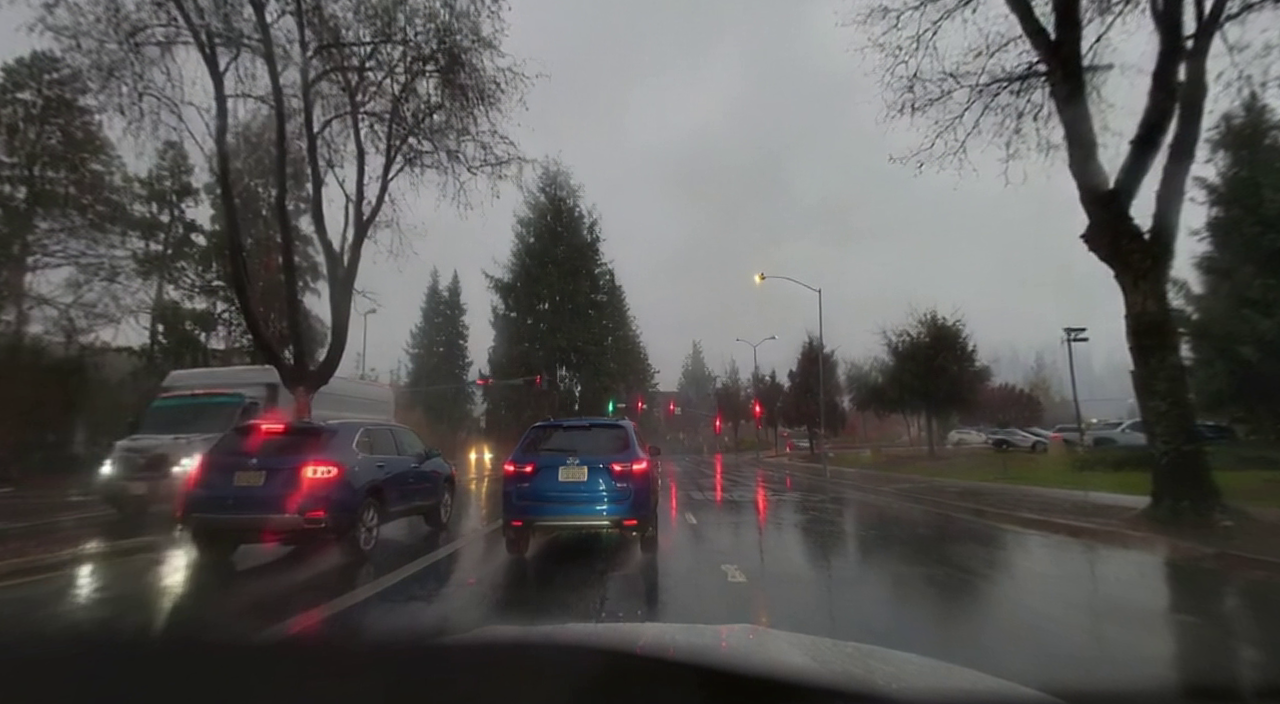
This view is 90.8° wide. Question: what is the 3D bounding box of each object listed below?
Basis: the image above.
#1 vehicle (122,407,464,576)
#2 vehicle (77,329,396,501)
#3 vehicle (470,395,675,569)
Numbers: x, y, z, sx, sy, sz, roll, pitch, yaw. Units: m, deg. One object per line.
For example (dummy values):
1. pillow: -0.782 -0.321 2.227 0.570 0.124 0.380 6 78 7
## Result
1. vehicle: -4.104 1.722 8.592 2.009 1.673 4.454 0 -8 1
2. vehicle: -11.801 2.303 20.749 3.107 4.149 11.028 0 -8 0
3. vehicle: -0.635 1.718 9.148 2.131 1.793 5.016 0 -8 2
